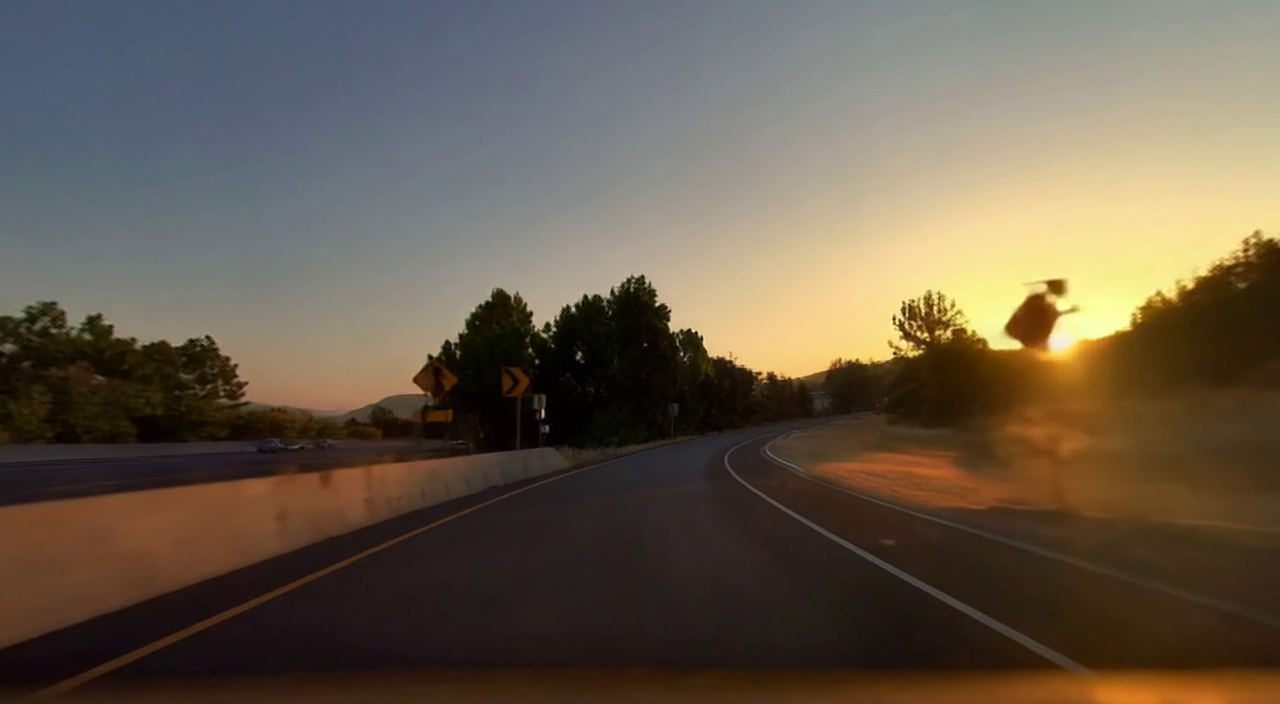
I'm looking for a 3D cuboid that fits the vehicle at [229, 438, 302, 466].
[{"bbox_3d":[-20.990,5.590,35.431,1.895,1.451,4.168,1,-8,-7],"label":"vehicle"}]
